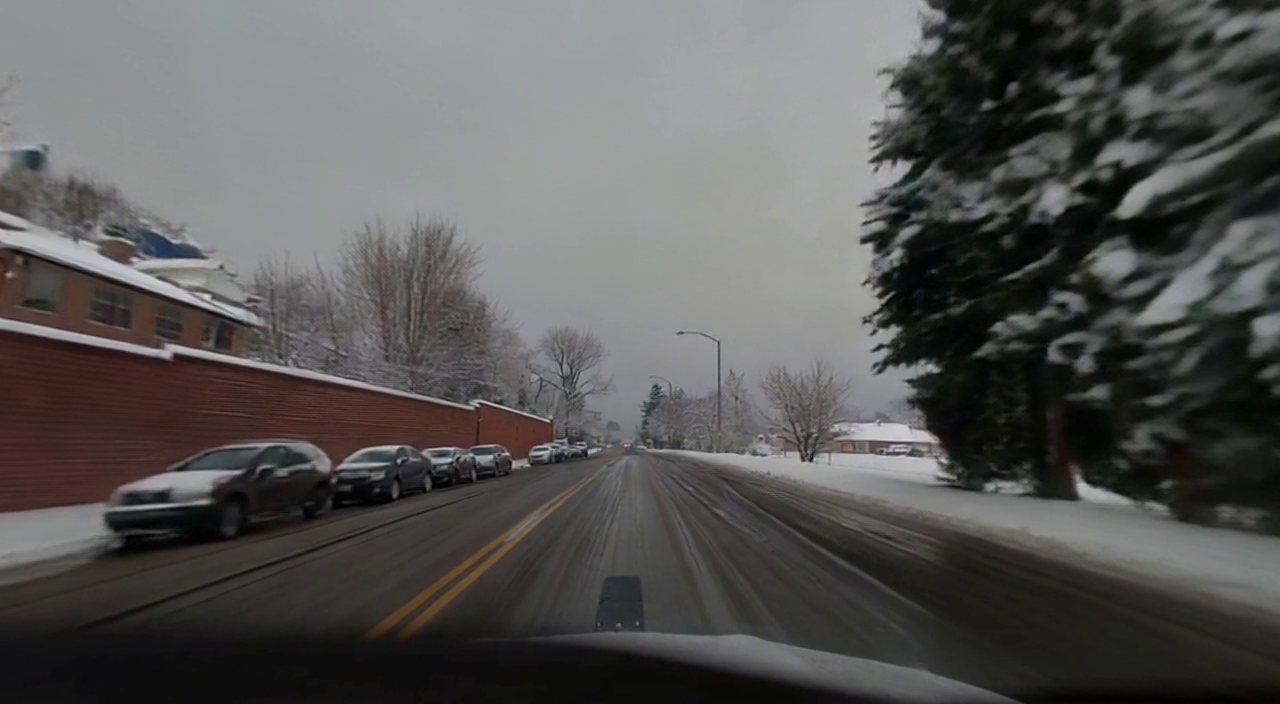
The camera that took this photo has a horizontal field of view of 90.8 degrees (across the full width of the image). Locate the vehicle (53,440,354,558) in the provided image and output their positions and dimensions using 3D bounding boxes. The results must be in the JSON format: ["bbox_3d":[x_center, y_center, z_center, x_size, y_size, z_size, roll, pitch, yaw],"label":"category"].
[{"bbox_3d":[-6.846,2.279,10.735,1.899,1.485,4.593,1,-8,-1],"label":"vehicle"}]

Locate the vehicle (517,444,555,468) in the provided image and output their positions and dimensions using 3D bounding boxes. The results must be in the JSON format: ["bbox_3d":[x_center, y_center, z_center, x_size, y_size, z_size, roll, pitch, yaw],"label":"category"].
[{"bbox_3d":[-7.249,7.248,44.444,1.989,1.485,4.218,1,-7,0],"label":"vehicle"}]

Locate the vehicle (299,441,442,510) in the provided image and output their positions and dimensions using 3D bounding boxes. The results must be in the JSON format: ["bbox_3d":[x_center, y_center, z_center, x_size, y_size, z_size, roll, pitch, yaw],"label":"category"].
[{"bbox_3d":[-6.951,3.176,16.889,1.779,1.473,4.510,1,-7,1],"label":"vehicle"}]
